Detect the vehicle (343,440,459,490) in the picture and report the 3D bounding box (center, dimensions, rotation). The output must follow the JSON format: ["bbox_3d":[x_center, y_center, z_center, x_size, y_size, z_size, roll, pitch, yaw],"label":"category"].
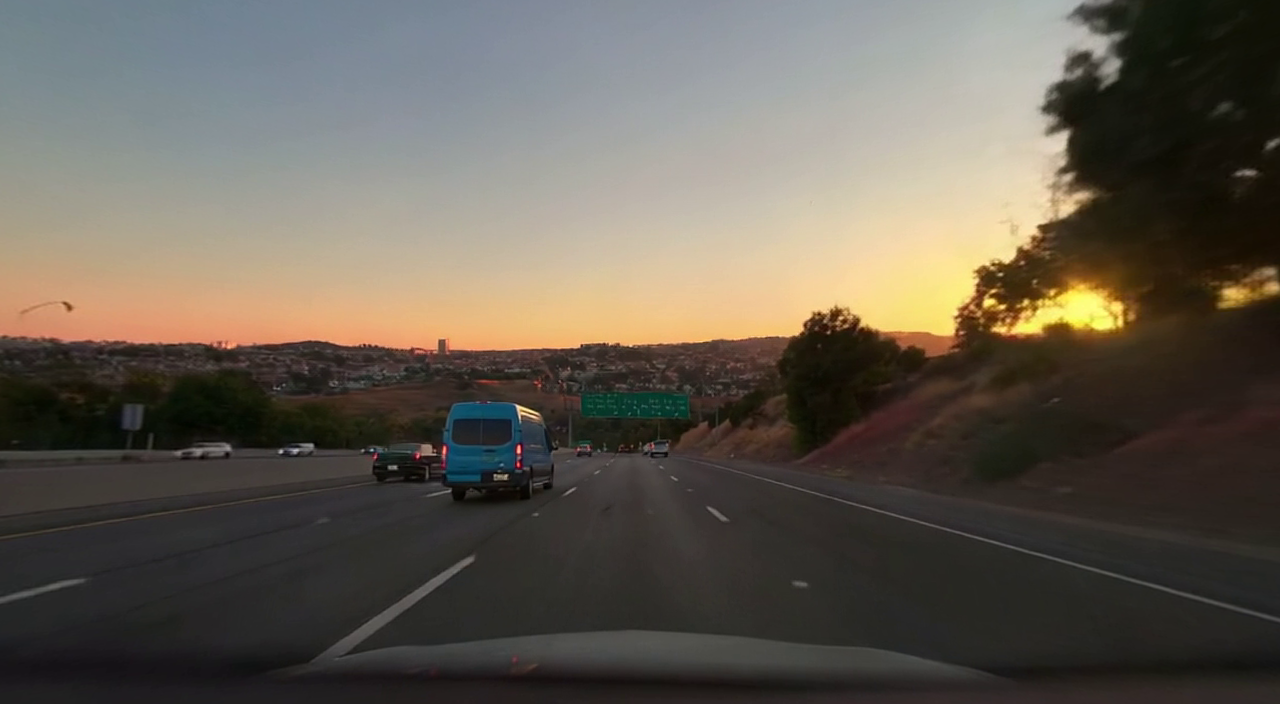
[{"bbox_3d":[-7.928,3.779,21.393,1.987,1.490,4.781,0,-9,1],"label":"vehicle"}]

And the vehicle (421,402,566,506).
[{"bbox_3d":[-3.491,2.608,16.335,2.372,2.248,5.393,0,-9,1],"label":"vehicle"}]
